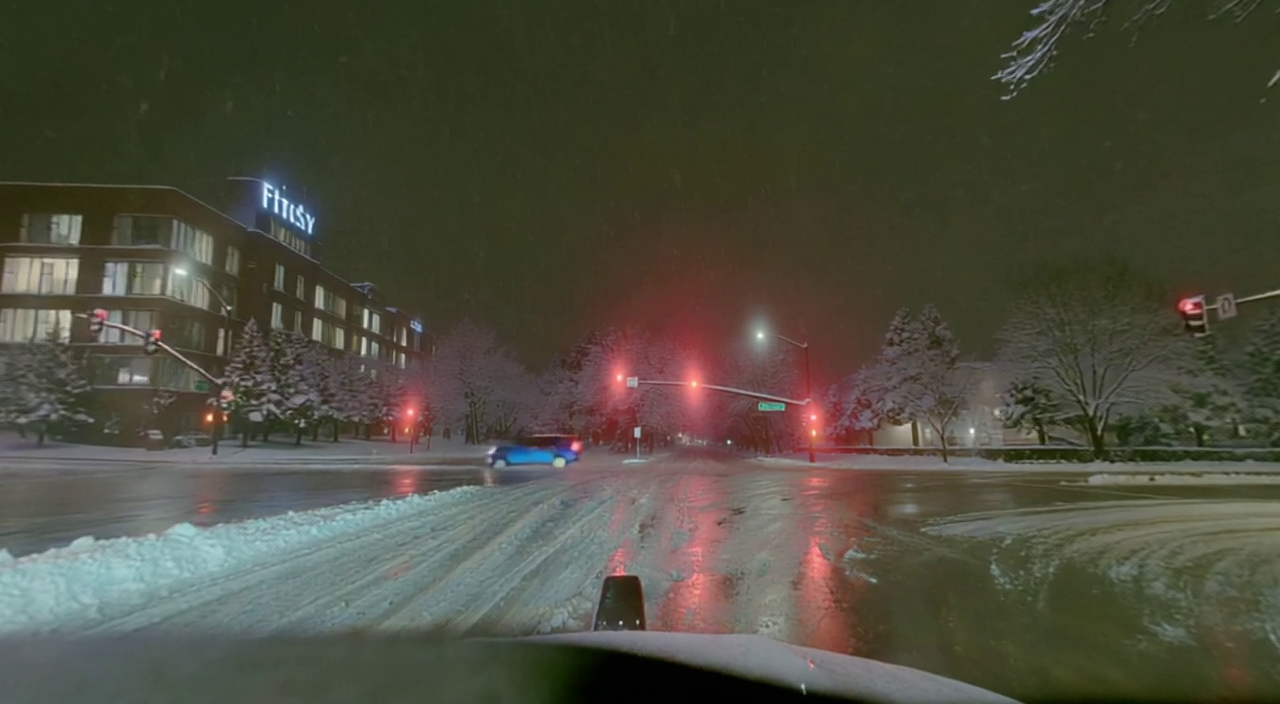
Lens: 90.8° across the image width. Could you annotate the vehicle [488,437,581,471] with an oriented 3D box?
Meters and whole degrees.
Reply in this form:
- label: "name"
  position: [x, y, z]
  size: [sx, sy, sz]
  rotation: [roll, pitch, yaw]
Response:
- label: "vehicle"
  position: [-5.478, 5.387, 33.361]
  size: [4.639, 1.699, 2.030]
  rotation: [0, -9, -4]
